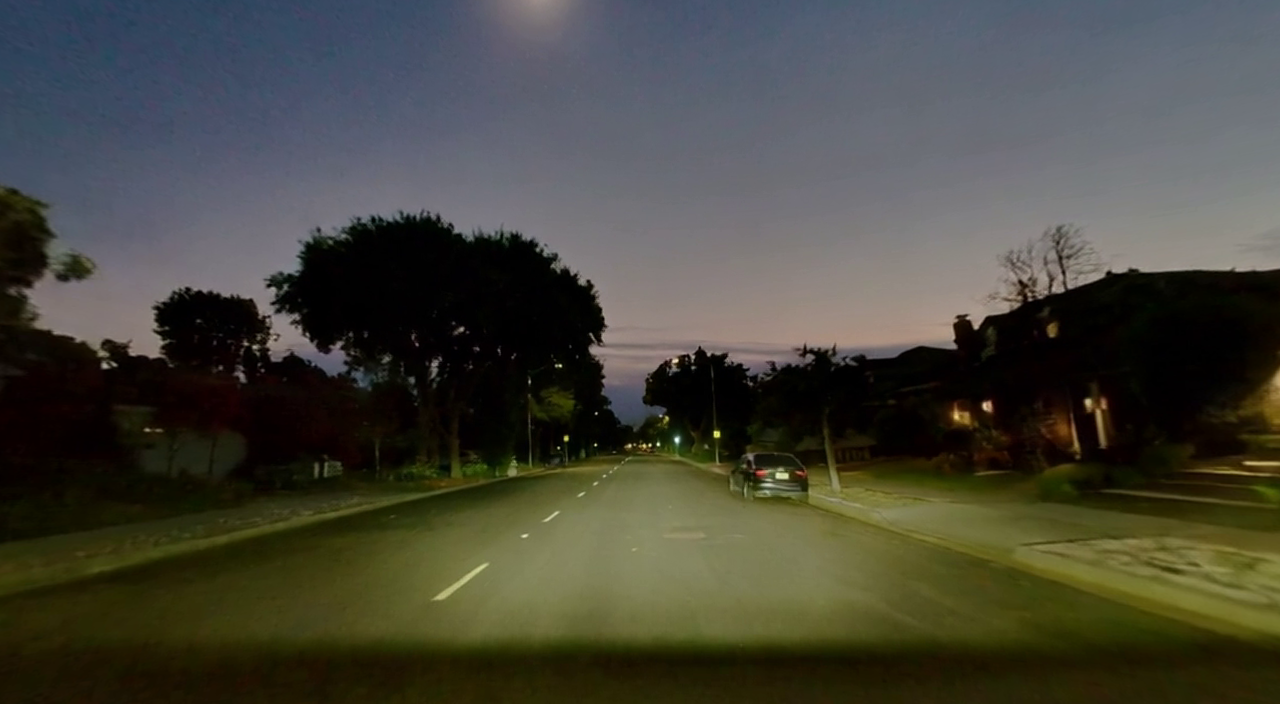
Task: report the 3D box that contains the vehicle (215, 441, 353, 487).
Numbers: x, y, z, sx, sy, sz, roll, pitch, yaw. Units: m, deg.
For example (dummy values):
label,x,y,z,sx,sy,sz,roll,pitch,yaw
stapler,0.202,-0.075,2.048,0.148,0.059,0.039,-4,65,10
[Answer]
label,x,y,z,sx,sy,sz,roll,pitch,yaw
vehicle,-15.668,4.950,27.927,4.882,1.777,2.025,-2,-9,-2

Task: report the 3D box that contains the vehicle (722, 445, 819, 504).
label,x,y,z,sx,sy,sz,roll,pitch,yaw
vehicle,3.794,3.639,19.260,1.897,1.521,4.835,0,-9,-1
